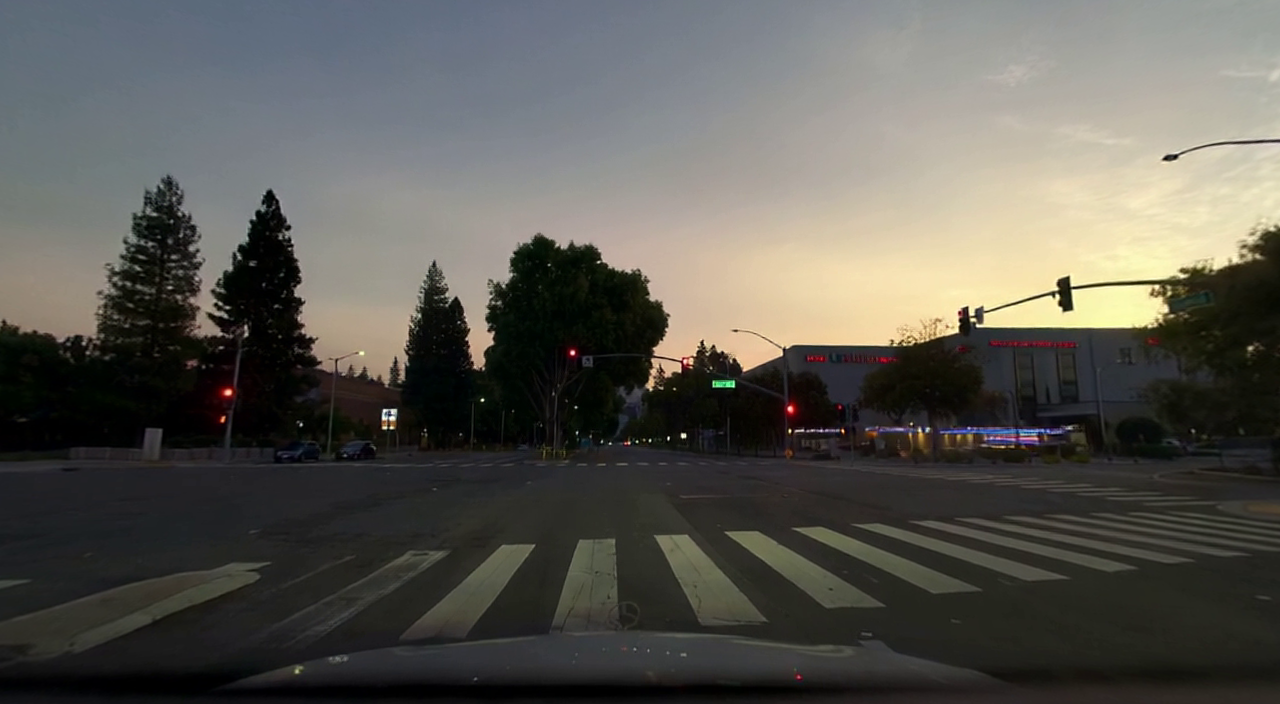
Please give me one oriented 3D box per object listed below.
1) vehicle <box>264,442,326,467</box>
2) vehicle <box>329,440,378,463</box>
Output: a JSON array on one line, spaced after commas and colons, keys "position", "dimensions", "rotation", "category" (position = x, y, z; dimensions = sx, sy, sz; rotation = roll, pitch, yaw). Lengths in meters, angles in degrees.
[{"position": [-21.842, 6.500, 40.202], "dimensions": [2.005, 1.496, 4.020], "rotation": [1, -9, -6], "category": "vehicle"}, {"position": [-22.512, 7.830, 49.789], "dimensions": [2.023, 1.706, 4.756], "rotation": [1, -9, -6], "category": "vehicle"}]
